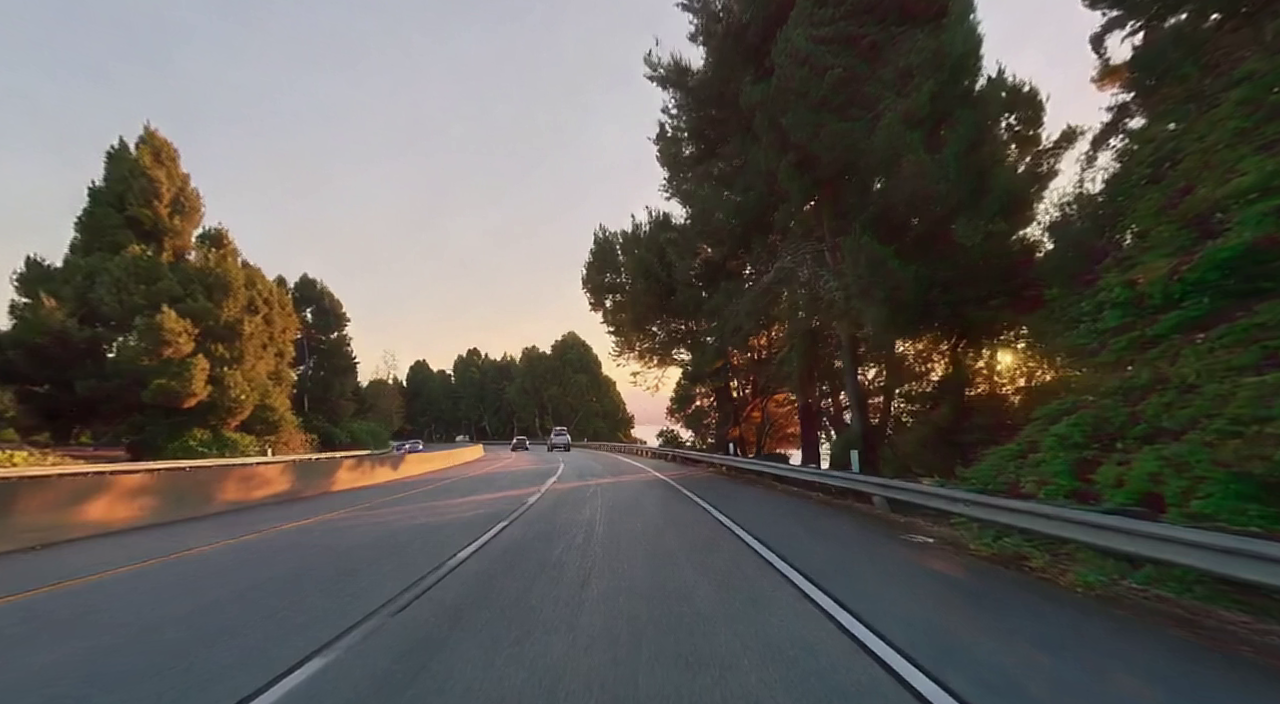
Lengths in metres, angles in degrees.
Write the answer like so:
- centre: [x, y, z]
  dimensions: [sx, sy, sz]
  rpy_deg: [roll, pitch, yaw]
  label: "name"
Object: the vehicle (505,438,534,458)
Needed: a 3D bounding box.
- centre: [-9.360, 7.412, 48.763]
  dimensions: [2.065, 1.466, 4.281]
  rpy_deg: [2, -9, -13]
  label: "vehicle"
